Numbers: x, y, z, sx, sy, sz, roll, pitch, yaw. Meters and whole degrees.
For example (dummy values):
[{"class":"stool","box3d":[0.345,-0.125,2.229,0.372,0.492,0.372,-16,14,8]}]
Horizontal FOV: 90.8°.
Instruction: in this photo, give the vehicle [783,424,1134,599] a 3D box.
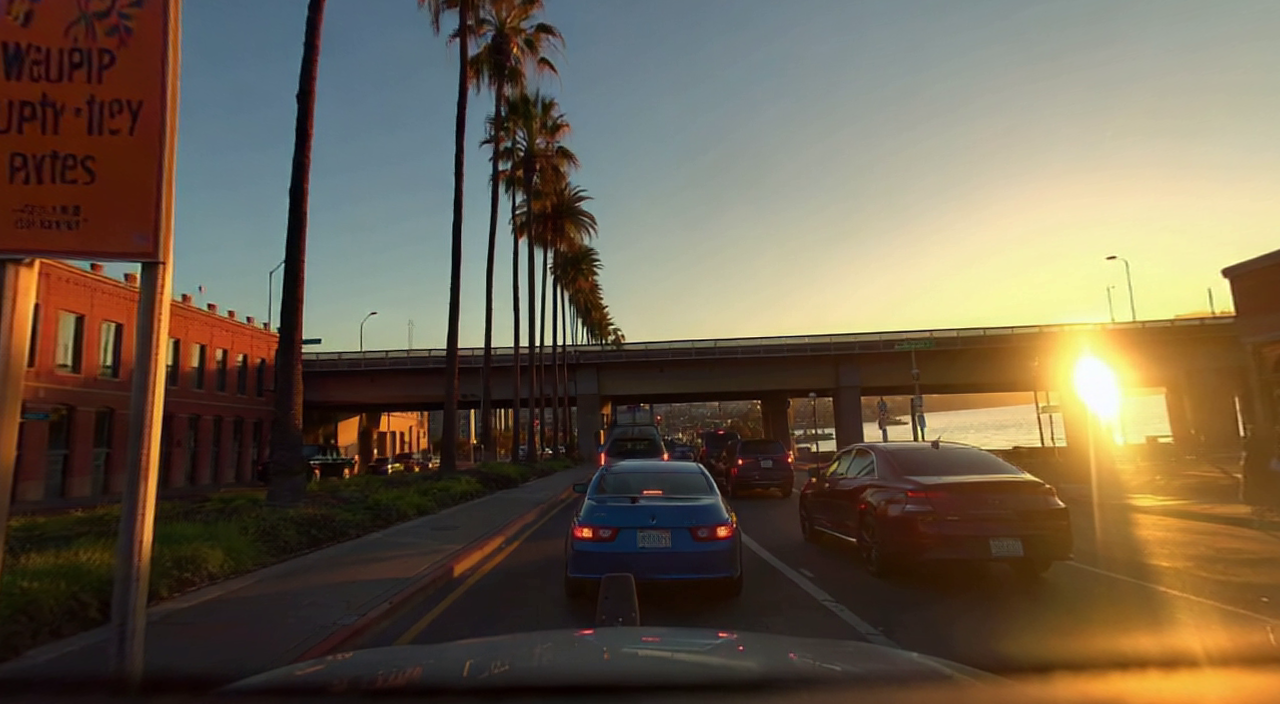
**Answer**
[{"class":"vehicle","box3d":[3.264,1.713,7.725,1.920,1.490,4.417,0,-9,-1]}]

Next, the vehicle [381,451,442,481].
[{"class":"vehicle","box3d":[-14.949,7.470,41.669,2.104,1.802,4.852,0,-9,1]}]

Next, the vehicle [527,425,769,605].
[{"class":"vehicle","box3d":[0.062,1.669,7.275,2.048,1.503,3.681,0,-9,0]}]
